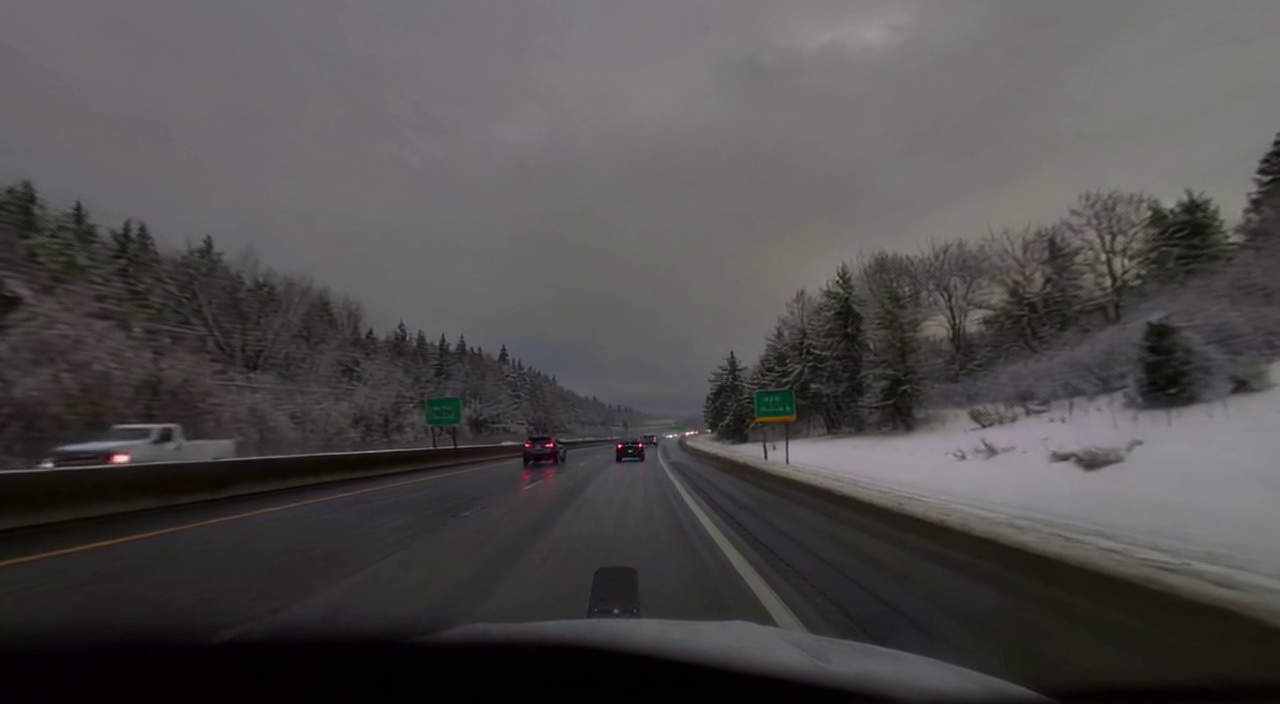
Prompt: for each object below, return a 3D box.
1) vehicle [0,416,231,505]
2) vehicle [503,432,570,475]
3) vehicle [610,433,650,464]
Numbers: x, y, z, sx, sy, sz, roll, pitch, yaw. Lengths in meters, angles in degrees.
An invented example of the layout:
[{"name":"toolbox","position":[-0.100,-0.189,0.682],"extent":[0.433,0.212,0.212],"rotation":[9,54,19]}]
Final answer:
[{"name":"vehicle","position":[-15.490,3.150,18.846],"extent":[2.565,2.213,5.866],"rotation":[-1,-8,0]},{"name":"vehicle","position":[-4.338,4.338,27.098],"extent":[2.075,1.653,4.317],"rotation":[-1,-8,2]},{"name":"vehicle","position":[-0.546,5.458,35.729],"extent":[2.146,1.636,4.026],"rotation":[-1,-8,0]}]
